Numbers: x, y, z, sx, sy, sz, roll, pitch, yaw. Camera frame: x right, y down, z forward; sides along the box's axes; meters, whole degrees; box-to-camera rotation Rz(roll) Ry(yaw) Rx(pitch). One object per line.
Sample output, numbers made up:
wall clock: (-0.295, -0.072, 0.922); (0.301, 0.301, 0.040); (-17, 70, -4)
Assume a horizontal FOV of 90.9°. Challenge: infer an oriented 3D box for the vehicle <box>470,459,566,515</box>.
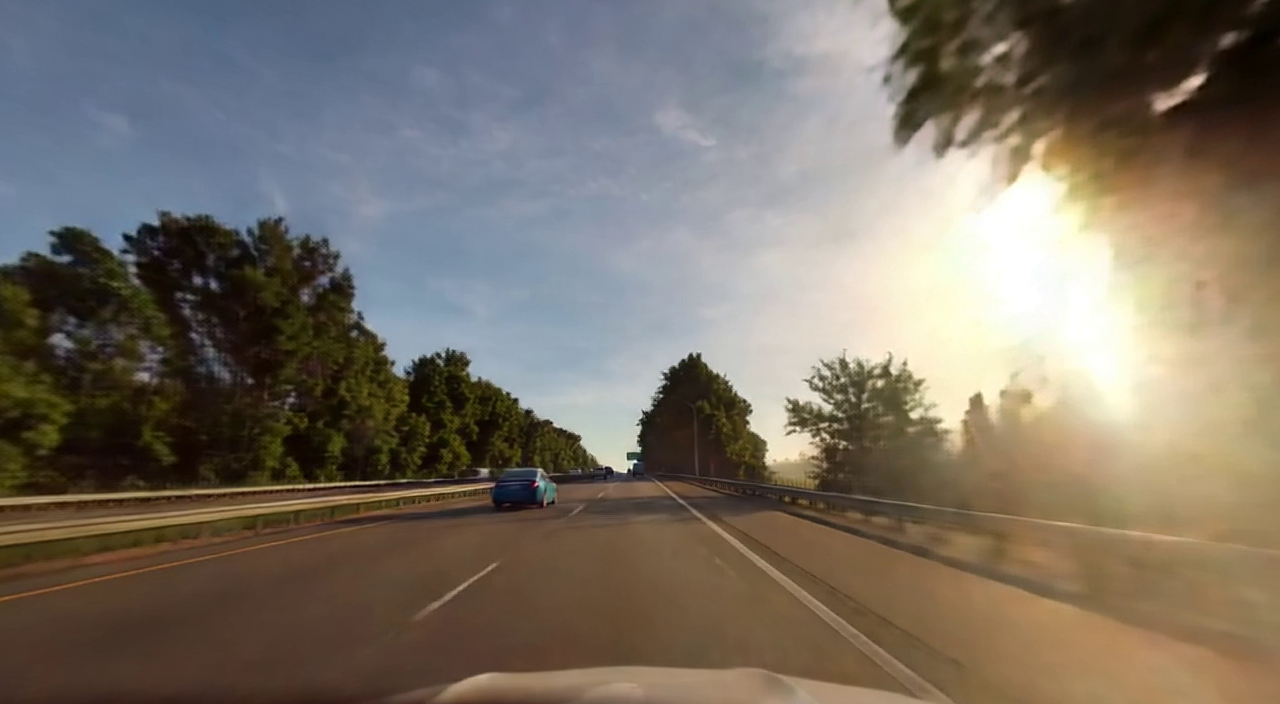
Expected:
vehicle: (-3.675, 4.220, 19.992); (2.006, 1.516, 4.820); (1, -11, 1)
